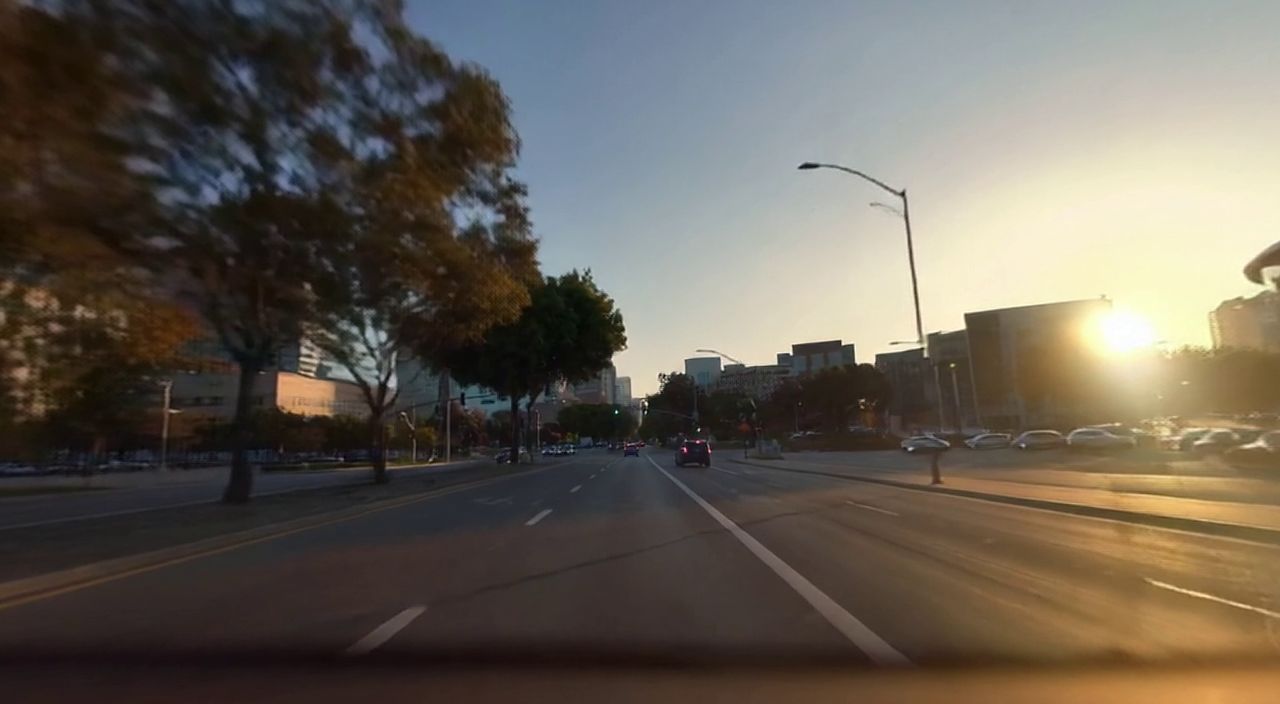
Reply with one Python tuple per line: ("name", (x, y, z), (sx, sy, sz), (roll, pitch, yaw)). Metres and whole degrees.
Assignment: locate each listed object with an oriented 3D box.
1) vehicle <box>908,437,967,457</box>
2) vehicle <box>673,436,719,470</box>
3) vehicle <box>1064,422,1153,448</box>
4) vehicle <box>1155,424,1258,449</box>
("vehicle", (22.513, 7.220, 47.888), (3.536, 1.412, 1.727), (0, -8, -1))
("vehicle", (3.088, 5.719, 35.915), (2.069, 1.761, 4.610), (0, -8, -2))
("vehicle", (34.283, 6.121, 46.324), (4.842, 1.770, 2.089), (0, -9, 0))
("vehicle", (34.330, 5.146, 38.350), (4.273, 1.446, 1.929), (-1, -8, 2))
